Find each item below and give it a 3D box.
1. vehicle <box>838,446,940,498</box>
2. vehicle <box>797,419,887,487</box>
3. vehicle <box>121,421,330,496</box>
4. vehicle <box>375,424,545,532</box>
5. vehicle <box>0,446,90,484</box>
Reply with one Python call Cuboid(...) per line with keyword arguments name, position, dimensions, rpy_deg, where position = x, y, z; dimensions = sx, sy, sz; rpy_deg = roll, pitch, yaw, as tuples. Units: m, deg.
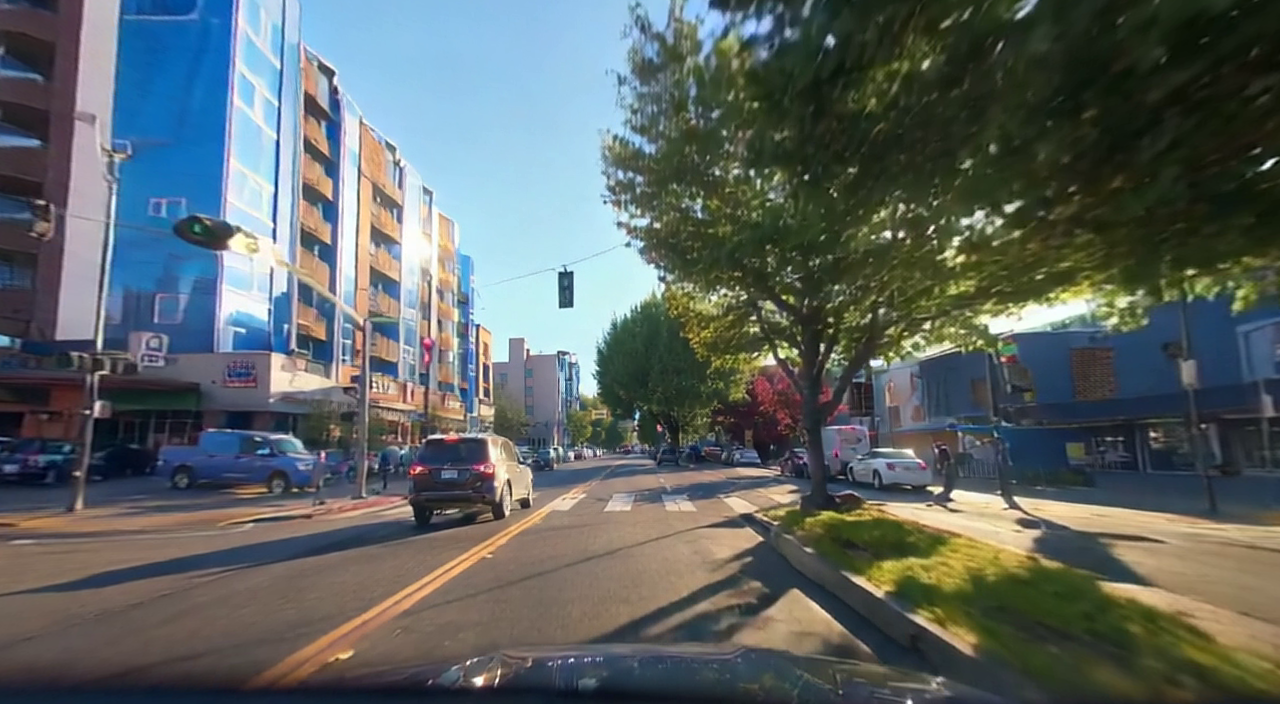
Cuboid(name="vehicle", position=(8.799, 4.251, 22.767), dimensions=(1.854, 1.663, 4.300), rpy_deg=(0, -9, 0))
Cuboid(name="vehicle", position=(9.046, 4.618, 29.015), dimensions=(2.285, 2.778, 5.847), rpy_deg=(0, -9, 1))
Cuboid(name="vehicle", position=(-13.577, 3.521, 21.042), dimensions=(5.188, 2.293, 2.381), rpy_deg=(0, -9, -1))
Cuboid(name="vehicle", position=(-3.294, 2.408, 12.607), dimensions=(2.002, 1.756, 4.366), rpy_deg=(0, -9, 1))
Cuboid(name="vehicle", position=(-25.245, 4.600, 25.770), dimensions=(3.998, 1.423, 1.754), rpy_deg=(-1, -7, 2))
